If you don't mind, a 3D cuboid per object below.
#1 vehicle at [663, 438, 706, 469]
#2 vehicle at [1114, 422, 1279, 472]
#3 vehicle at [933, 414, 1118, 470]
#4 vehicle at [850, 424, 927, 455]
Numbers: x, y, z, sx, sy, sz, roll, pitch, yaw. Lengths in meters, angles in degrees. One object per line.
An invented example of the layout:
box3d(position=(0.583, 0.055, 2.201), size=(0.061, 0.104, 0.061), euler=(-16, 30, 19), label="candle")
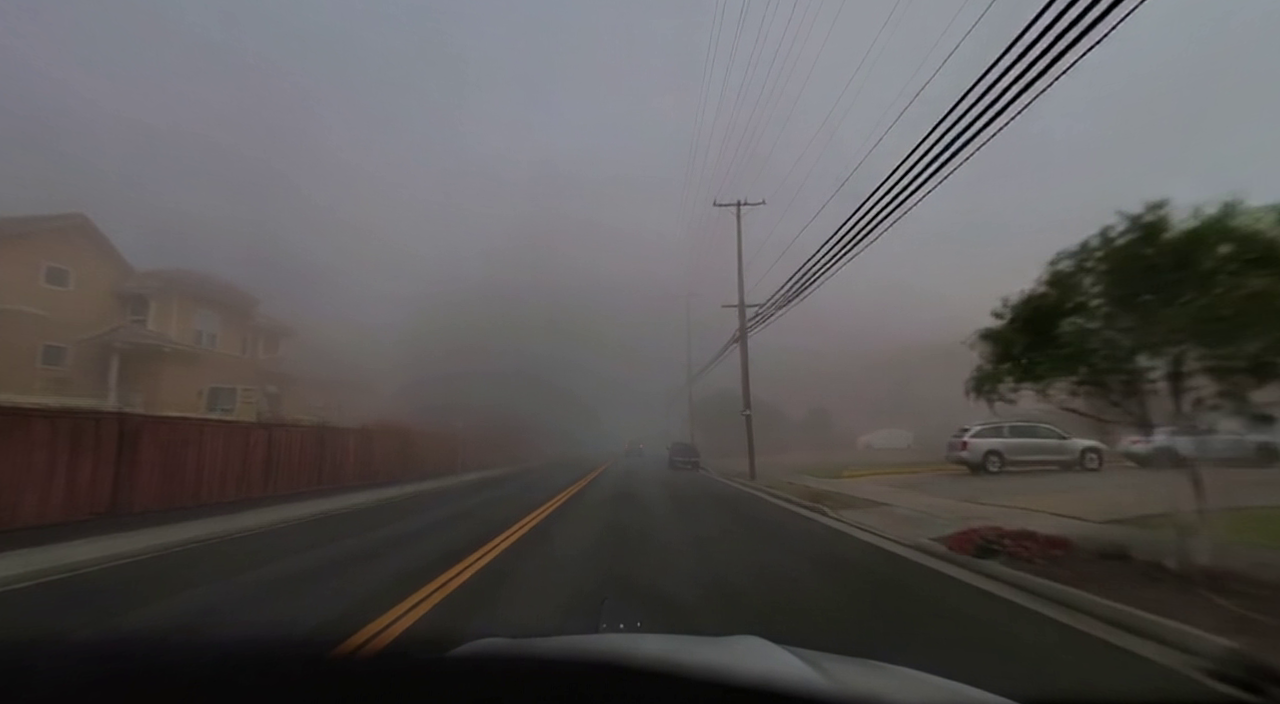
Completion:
box3d(position=(2.569, 6.005, 37.510), size=(2.108, 1.710, 4.499), euler=(0, -8, -1), label="vehicle")
box3d(position=(18.816, 3.141, 20.872), size=(4.558, 1.554, 1.990), euler=(0, -9, 4), label="vehicle")
box3d(position=(12.630, 2.992, 20.987), size=(4.701, 1.745, 2.083), euler=(-1, -9, 2), label="vehicle")
box3d(position=(17.725, 6.249, 45.245), size=(4.457, 1.780, 2.170), euler=(-5, -8, -1), label="vehicle")
